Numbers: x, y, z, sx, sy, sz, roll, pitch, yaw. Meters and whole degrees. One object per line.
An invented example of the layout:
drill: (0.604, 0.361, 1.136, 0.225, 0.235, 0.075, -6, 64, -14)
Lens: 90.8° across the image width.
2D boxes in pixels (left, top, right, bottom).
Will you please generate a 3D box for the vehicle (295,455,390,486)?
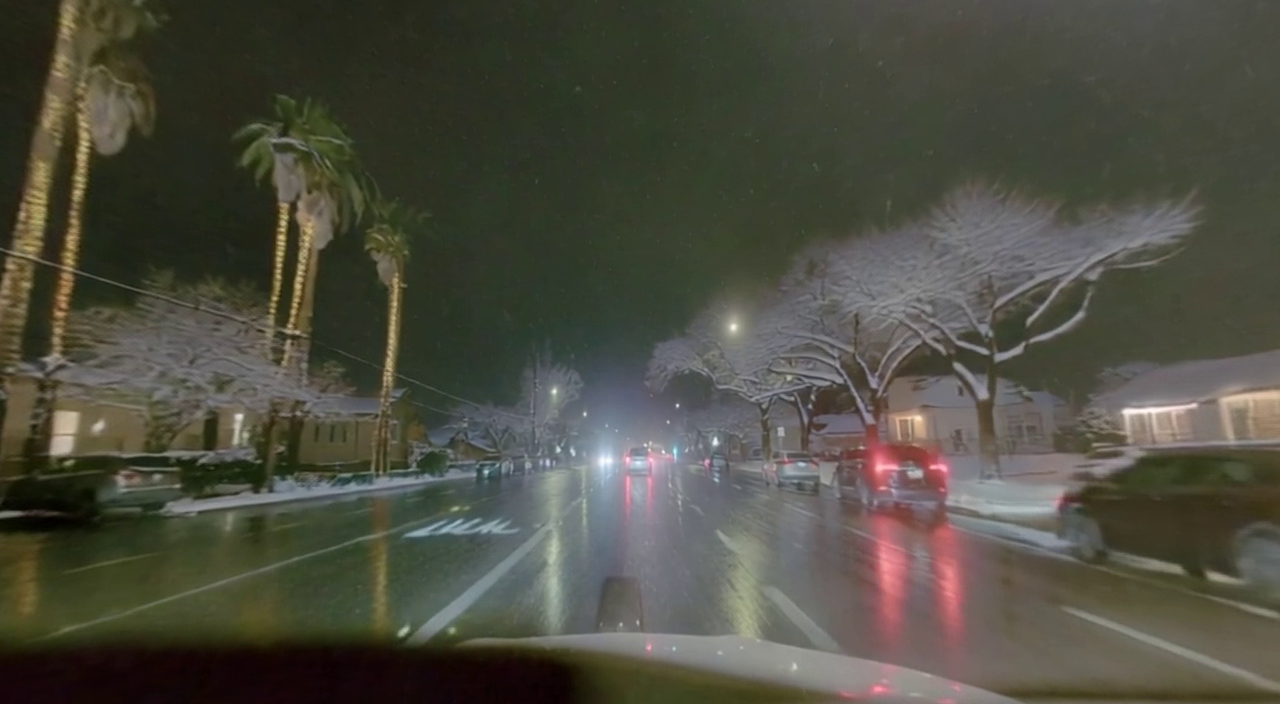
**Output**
vehicle: (-17.695, 7.064, 37.729, 4.683, 1.686, 1.950, -1, -9, 2)

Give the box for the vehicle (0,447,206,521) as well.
vehicle: (-16.756, 4.035, 19.994, 2.185, 1.993, 5.054, -1, -9, 4)

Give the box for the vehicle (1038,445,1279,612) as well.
vehicle: (6.851, 1.789, 6.954, 1.947, 1.505, 4.759, -1, -9, 2)

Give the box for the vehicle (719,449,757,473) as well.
vehicle: (7.359, 8.261, 47.908, 2.024, 1.687, 4.477, 0, -9, -1)

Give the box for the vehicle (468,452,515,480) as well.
vehicle: (-11.501, 8.841, 49.184, 2.157, 1.969, 5.725, -3, -10, 1)

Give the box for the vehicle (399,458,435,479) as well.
vehicle: (-17.125, 8.943, 48.699, 1.847, 1.507, 4.632, 1, -9, -11)

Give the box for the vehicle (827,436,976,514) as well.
vehicle: (7.017, 3.342, 17.766, 2.035, 1.822, 5.449, -1, -9, 2)

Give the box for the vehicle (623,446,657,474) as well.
vehicle: (-0.052, 7.521, 44.321, 2.248, 1.833, 4.798, 0, -9, -1)
